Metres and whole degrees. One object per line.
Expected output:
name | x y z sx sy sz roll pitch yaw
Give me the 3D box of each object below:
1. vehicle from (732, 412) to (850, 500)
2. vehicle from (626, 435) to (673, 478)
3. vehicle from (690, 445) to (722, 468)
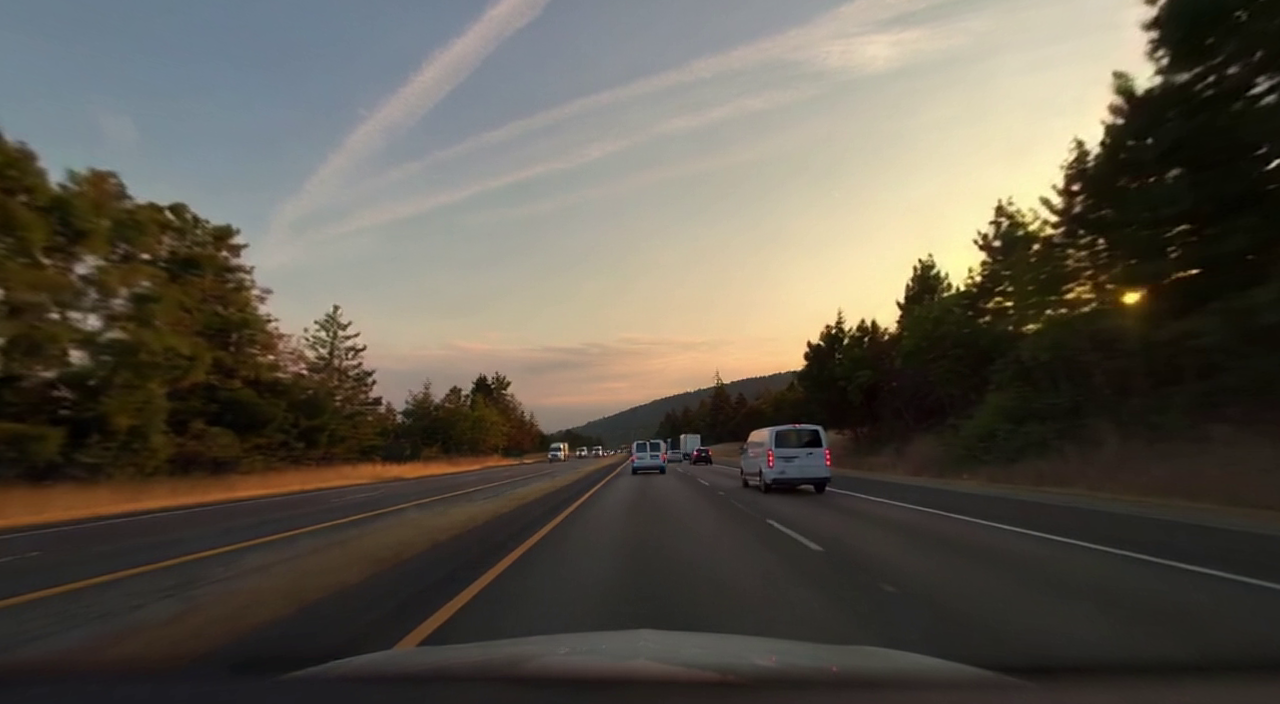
vehicle | 4.327 3.097 19.023 2.232 2.290 4.720 0 -9 -2
vehicle | 0.437 5.134 31.118 2.143 1.925 4.101 0 -9 0
vehicle | 4.720 7.526 45.671 1.868 1.566 3.509 0 -9 -1
